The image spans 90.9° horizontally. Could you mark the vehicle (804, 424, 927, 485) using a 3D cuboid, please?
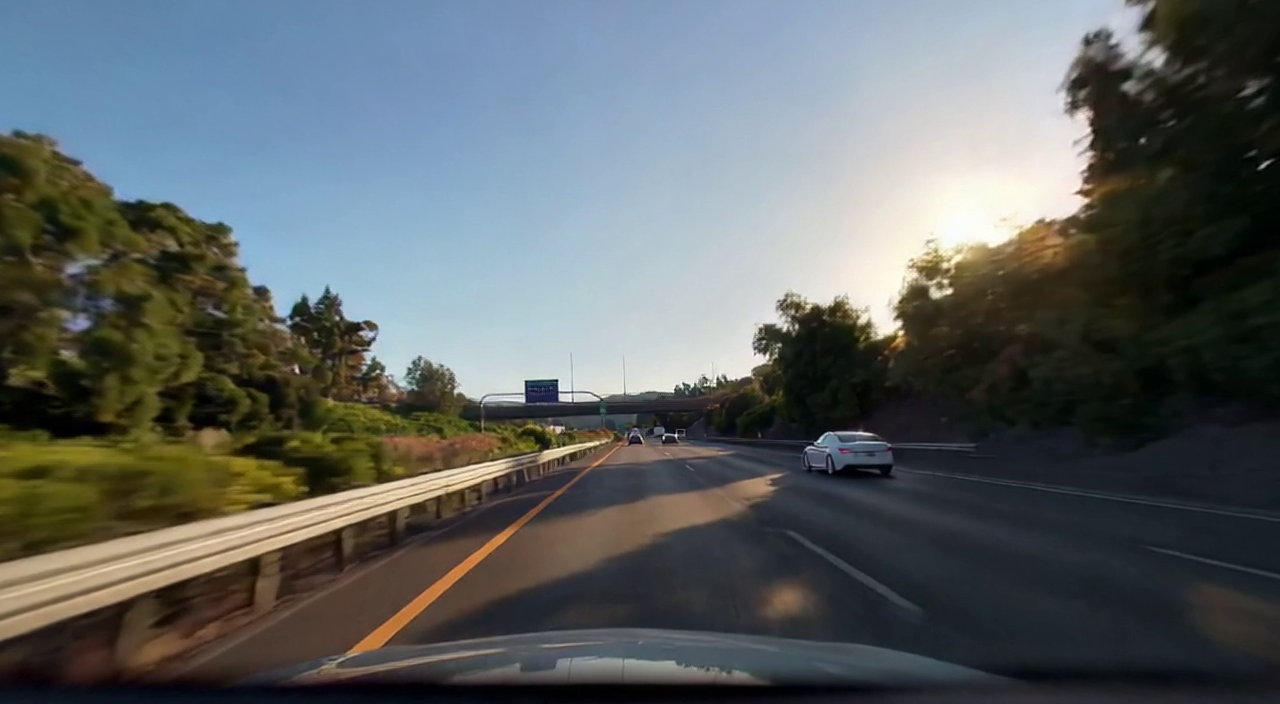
[{"bbox_3d":[6.515,2.990,18.736,1.940,1.578,4.122,0,-8,-3],"label":"vehicle"}]
